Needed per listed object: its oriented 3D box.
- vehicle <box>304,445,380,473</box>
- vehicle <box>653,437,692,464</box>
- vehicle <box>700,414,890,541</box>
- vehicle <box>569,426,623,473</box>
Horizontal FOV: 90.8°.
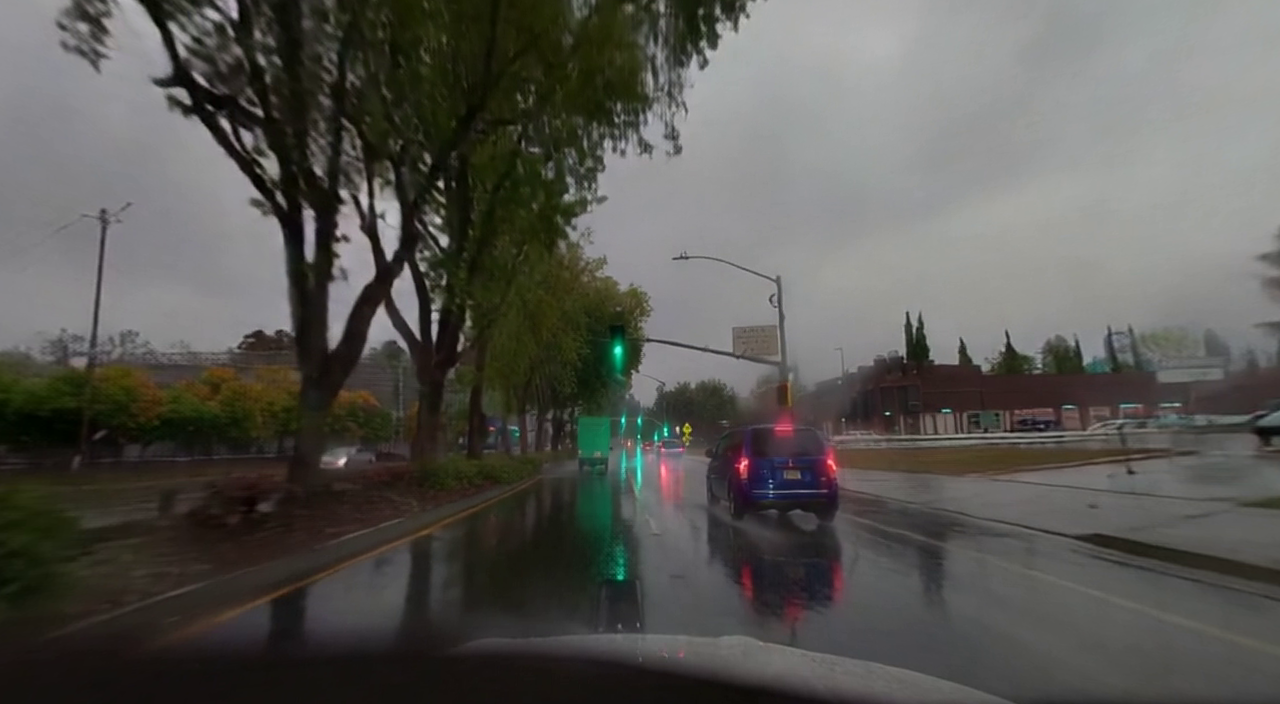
[{"bbox_3d":[-16.821,6.030,35.926,2.139,1.493,4.521,0,-8,0],"label":"vehicle"},{"bbox_3d":[2.093,6.574,42.290,2.248,1.692,4.252,0,-8,-2],"label":"vehicle"},{"bbox_3d":[2.265,1.977,10.538,1.965,1.671,4.146,0,-8,-2],"label":"vehicle"},{"bbox_3d":[-2.026,4.666,30.424,2.228,2.054,4.309,0,-8,0],"label":"vehicle"}]
